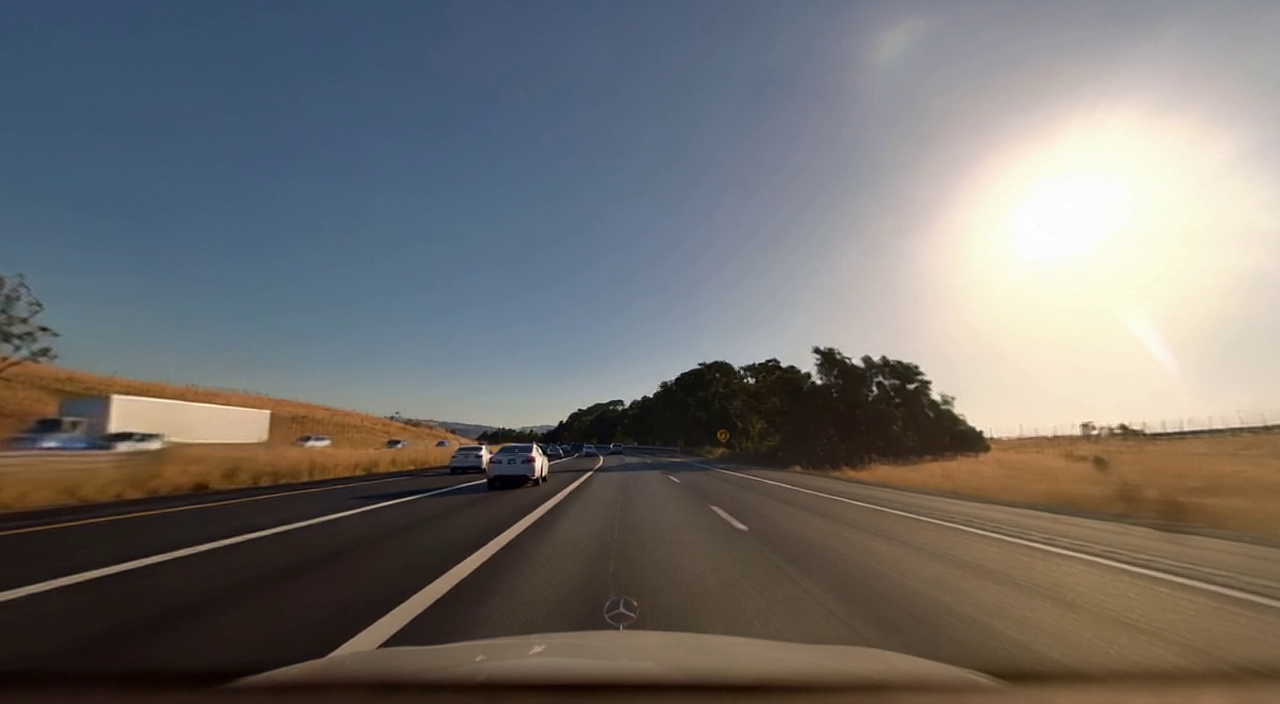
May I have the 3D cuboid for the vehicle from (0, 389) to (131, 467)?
[{"bbox_3d":[-33.181,4.391,35.732,2.988,3.971,6.742,0,-9,-2],"label":"vehicle"}]

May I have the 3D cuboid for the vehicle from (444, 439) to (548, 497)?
[{"bbox_3d":[-4.147,3.436,19.067,2.073,1.516,4.478,0,-9,0],"label":"vehicle"}]

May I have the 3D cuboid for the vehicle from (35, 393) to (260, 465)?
[{"bbox_3d":[-33.551,5.723,44.966,2.900,4.172,16.828,0,-9,-1],"label":"vehicle"}]

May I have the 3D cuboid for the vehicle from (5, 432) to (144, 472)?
[{"bbox_3d":[-25.128,4.474,28.350,1.962,1.659,4.592,0,-9,-1],"label":"vehicle"}]
